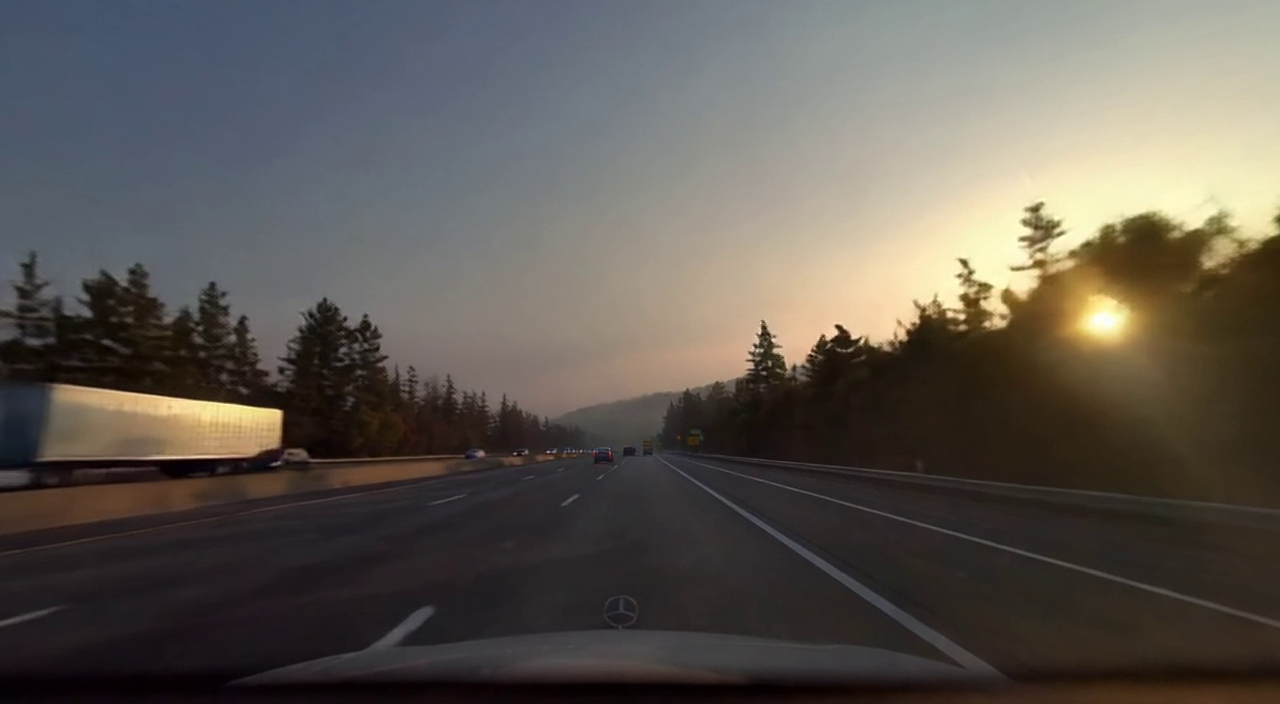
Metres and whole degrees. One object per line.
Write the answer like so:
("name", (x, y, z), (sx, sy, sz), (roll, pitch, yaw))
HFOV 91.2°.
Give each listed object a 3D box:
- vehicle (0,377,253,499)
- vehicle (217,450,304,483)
("vehicle", (-23.272, 3.964, 28.165), (2.970, 4.134, 13.809), (0, -9, 0))
("vehicle", (-19.221, 5.792, 31.972), (1.789, 1.508, 4.182), (0, -9, 1))
